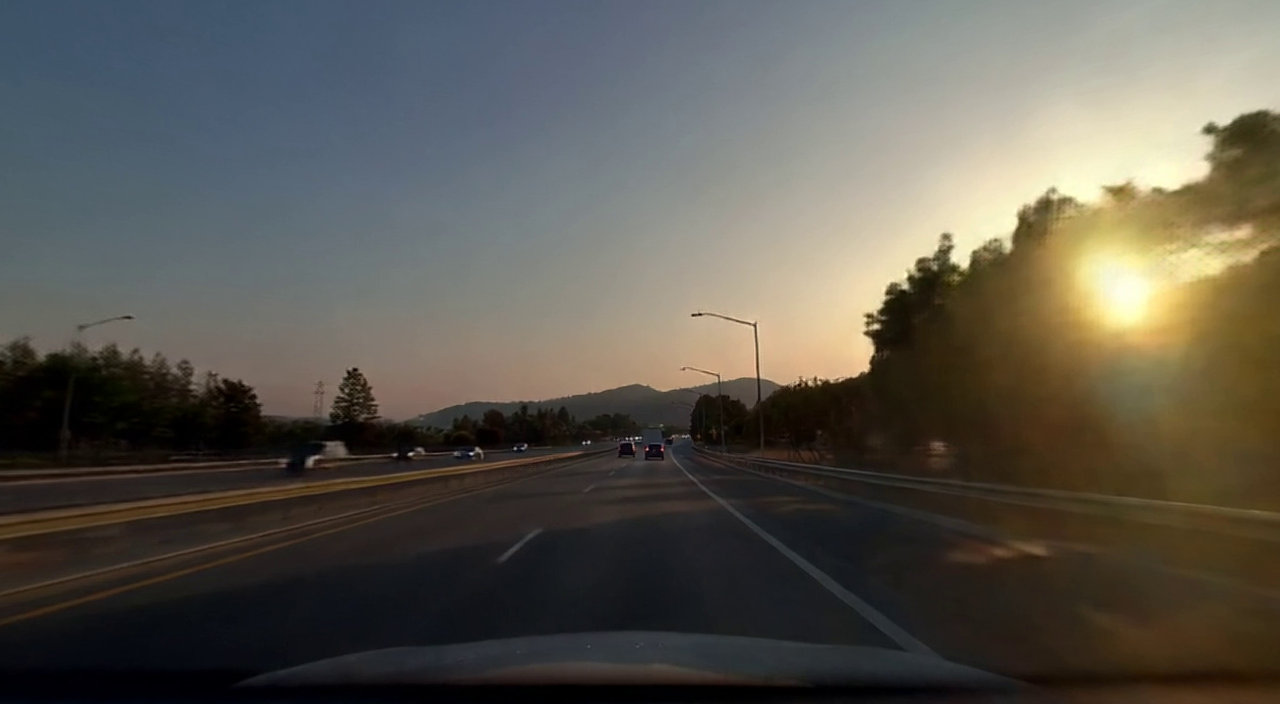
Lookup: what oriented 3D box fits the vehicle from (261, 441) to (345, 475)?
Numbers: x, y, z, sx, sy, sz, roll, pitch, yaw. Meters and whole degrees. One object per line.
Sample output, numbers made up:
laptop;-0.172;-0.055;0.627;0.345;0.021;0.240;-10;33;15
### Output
vehicle;-19.960;6.264;37.623;2.146;1.825;5.020;-1;-8;1
